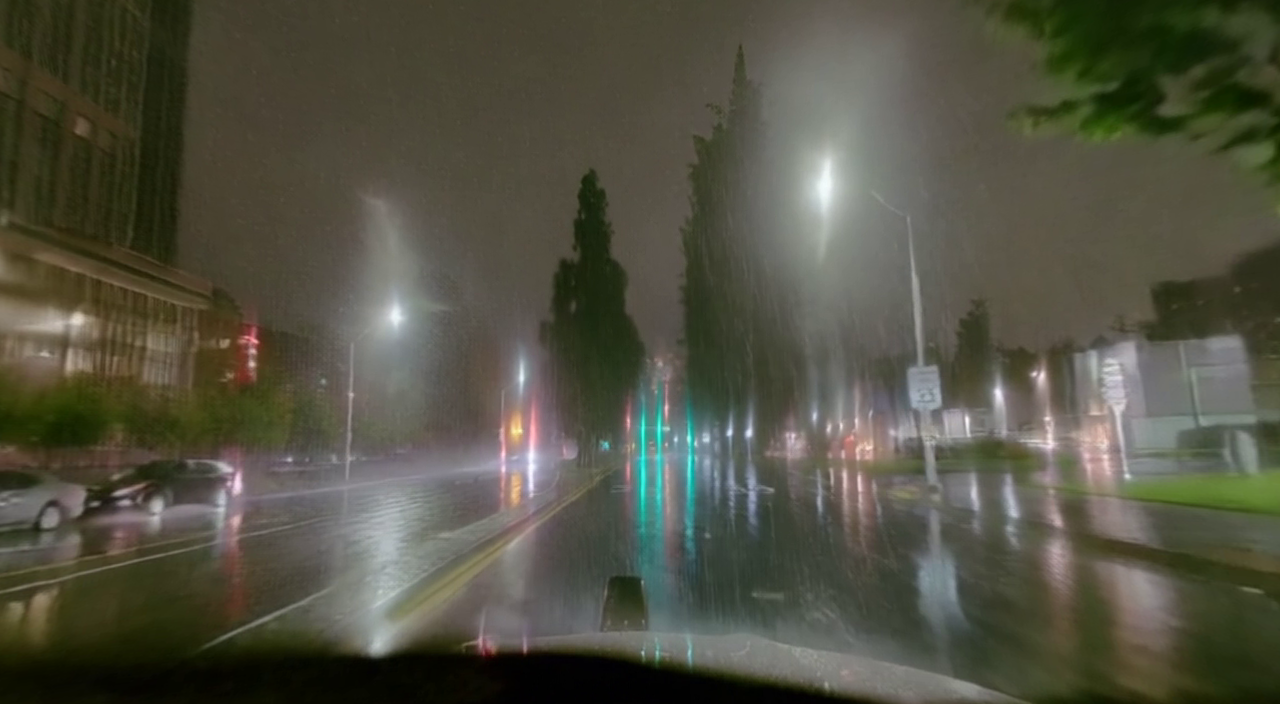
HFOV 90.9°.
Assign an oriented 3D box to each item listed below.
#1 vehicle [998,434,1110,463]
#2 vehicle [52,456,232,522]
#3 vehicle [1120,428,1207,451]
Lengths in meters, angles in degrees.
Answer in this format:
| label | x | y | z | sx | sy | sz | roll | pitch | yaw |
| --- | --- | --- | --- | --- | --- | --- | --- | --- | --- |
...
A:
| label | x | y | z | sx | sy | sz | roll | pitch | yaw |
| --- | --- | --- | --- | --- | --- | --- | --- | --- | --- |
| vehicle | 21.342 | 5.002 | 32.633 | 4.404 | 1.440 | 1.900 | 0 | -8 | 2 |
| vehicle | -14.078 | 3.847 | 18.175 | 1.816 | 1.567 | 3.957 | -1 | -8 | 3 |
| vehicle | 40.092 | 6.720 | 48.331 | 4.836 | 1.711 | 2.192 | 0 | -8 | -4 |
